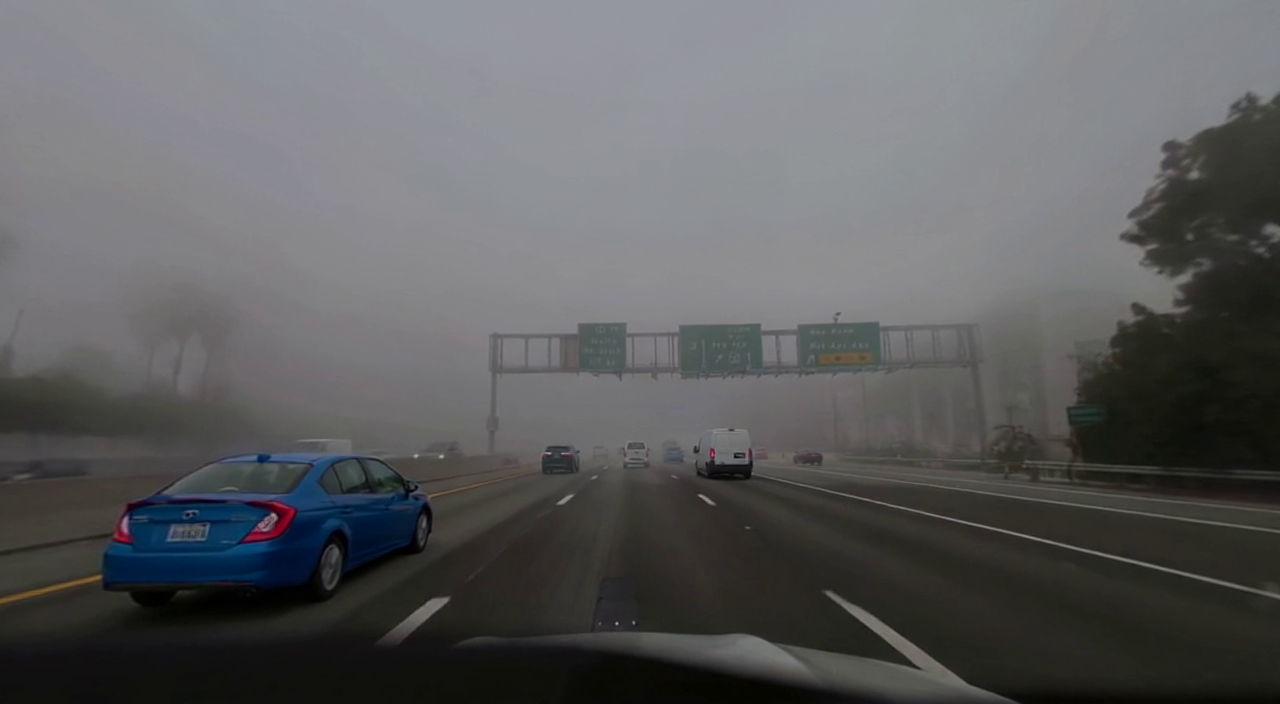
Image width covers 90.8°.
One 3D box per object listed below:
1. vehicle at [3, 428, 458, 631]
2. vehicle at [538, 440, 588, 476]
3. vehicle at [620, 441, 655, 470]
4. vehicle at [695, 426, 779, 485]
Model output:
[{"bbox_3d":[-3.633,1.637,6.870,1.991,1.469,4.381,0,-9,0],"label":"vehicle"},{"bbox_3d":[-4.082,5.741,34.411,2.109,1.793,4.613,0,-9,0],"label":"vehicle"},{"bbox_3d":[-0.208,6.756,41.493,2.212,1.786,4.198,0,-9,-1],"label":"vehicle"},{"bbox_3d":[3.646,4.062,25.021,2.250,2.074,5.723,0,-9,-2],"label":"vehicle"}]
